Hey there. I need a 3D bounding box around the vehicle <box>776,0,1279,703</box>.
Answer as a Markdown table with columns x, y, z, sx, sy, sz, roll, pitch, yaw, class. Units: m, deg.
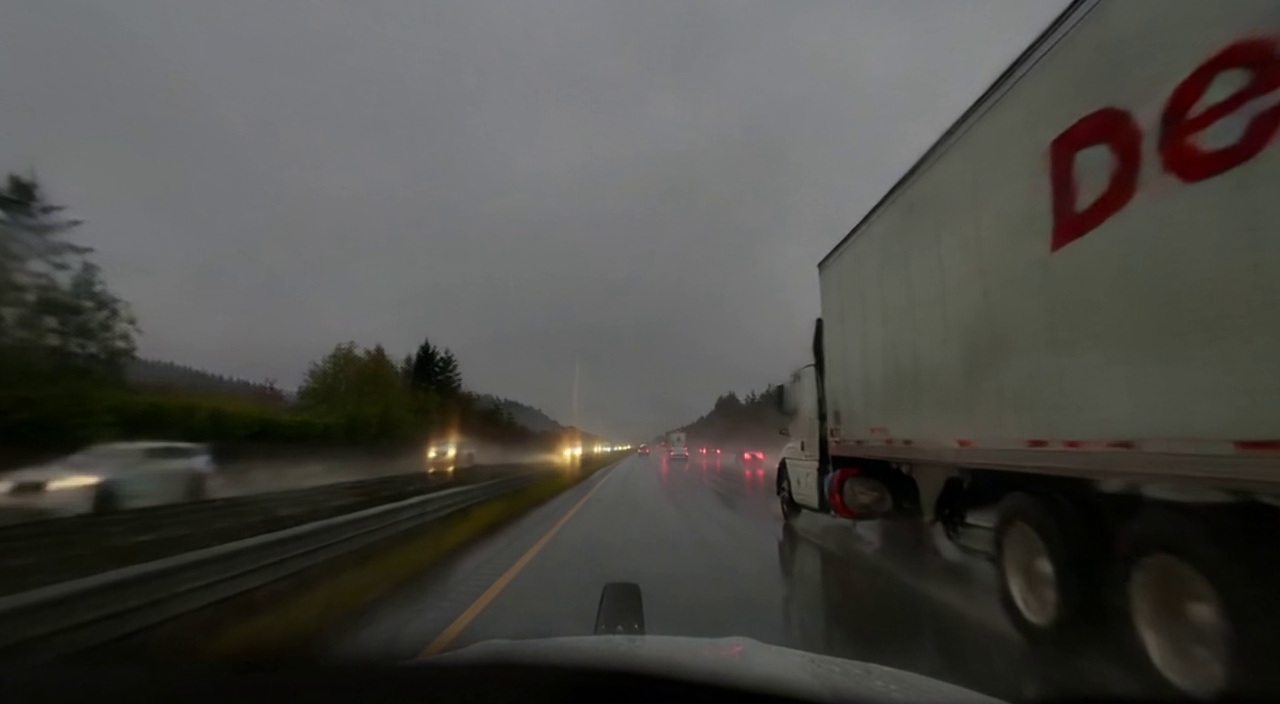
| x | y | z | sx | sy | sz | roll | pitch | yaw | class |
| --- | --- | --- | --- | --- | --- | --- | --- | --- | --- |
| 4.001 | 0.221 | 5.731 | 3.015 | 3.877 | 10.370 | 0 | -9 | -1 | vehicle |
